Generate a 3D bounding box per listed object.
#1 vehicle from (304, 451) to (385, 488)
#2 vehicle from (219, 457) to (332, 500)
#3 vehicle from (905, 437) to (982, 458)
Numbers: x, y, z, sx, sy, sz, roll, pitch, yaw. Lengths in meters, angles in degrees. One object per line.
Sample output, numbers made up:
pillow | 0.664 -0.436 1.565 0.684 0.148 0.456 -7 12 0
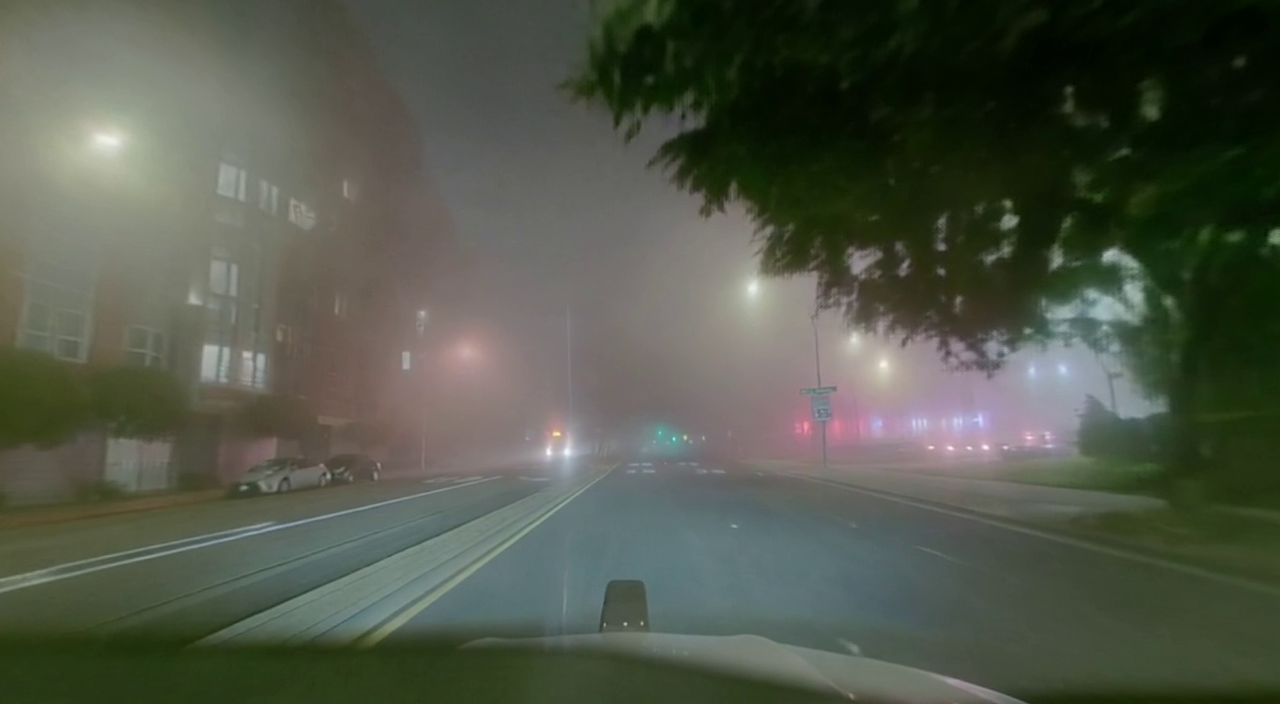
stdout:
vehicle | -13.961 5.564 30.070 1.816 1.567 3.957 -1 -8 2
vehicle | -14.036 4.868 24.587 1.835 1.434 4.325 0 -8 0
vehicle | 21.419 6.764 44.577 4.404 1.440 1.900 0 -8 0
